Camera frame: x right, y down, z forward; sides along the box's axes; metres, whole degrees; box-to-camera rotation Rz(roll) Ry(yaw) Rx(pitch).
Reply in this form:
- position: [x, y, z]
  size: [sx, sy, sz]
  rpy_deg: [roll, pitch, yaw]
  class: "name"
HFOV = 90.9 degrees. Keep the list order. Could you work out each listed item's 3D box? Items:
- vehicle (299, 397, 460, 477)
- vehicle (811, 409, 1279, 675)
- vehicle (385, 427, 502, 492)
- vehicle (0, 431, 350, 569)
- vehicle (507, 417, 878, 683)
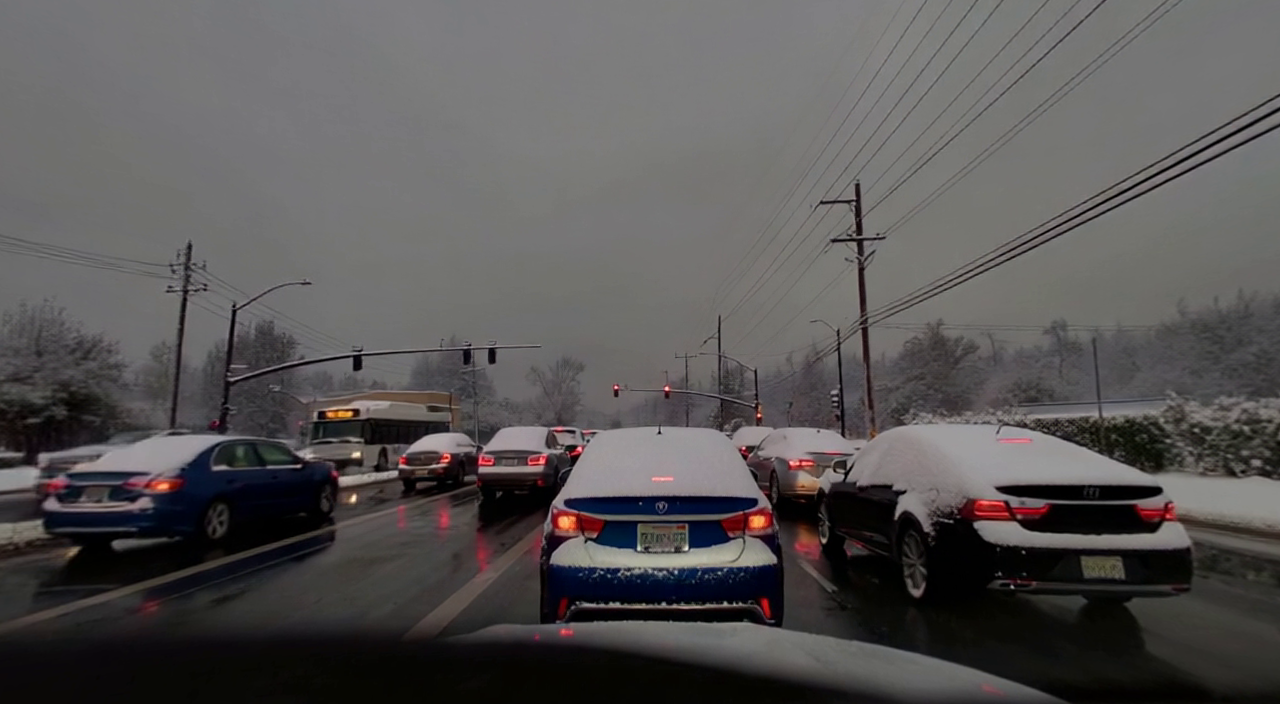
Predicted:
- position: [-13.143, 4.619, 33.814]
  size: [3.005, 3.443, 12.583]
  rpy_deg: [-1, -8, 2]
  class: "vehicle"
- position: [3.120, 1.403, 5.794]
  size: [1.870, 1.523, 4.096]
  rpy_deg: [0, -8, -1]
  class: "vehicle"
- position: [-6.265, 3.492, 20.899]
  size: [2.070, 1.824, 5.196]
  rpy_deg: [-1, -8, 2]
  class: "vehicle"
- position: [-6.411, 1.975, 9.339]
  size: [1.955, 1.497, 4.639]
  rpy_deg: [-1, -8, 1]
  class: "vehicle"
- position: [0.276, 1.418, 5.647]
  size: [2.109, 1.483, 3.964]
  rpy_deg: [0, -8, -1]
  class: "vehicle"
